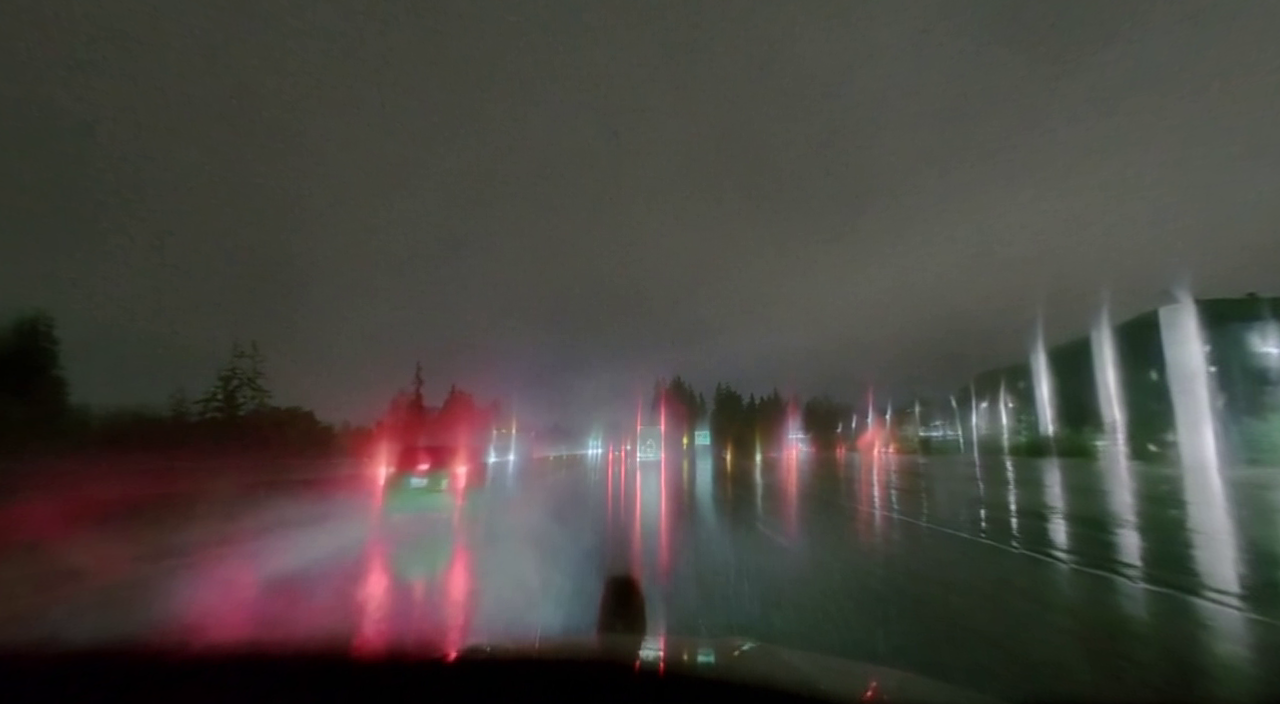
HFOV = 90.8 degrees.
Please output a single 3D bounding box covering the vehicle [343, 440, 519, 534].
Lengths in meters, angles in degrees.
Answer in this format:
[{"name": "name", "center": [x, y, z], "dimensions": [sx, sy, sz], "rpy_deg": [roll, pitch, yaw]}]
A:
[{"name": "vehicle", "center": [-3.718, 2.469, 12.121], "dimensions": [1.886, 1.465, 4.119], "rpy_deg": [0, -9, 1]}]
